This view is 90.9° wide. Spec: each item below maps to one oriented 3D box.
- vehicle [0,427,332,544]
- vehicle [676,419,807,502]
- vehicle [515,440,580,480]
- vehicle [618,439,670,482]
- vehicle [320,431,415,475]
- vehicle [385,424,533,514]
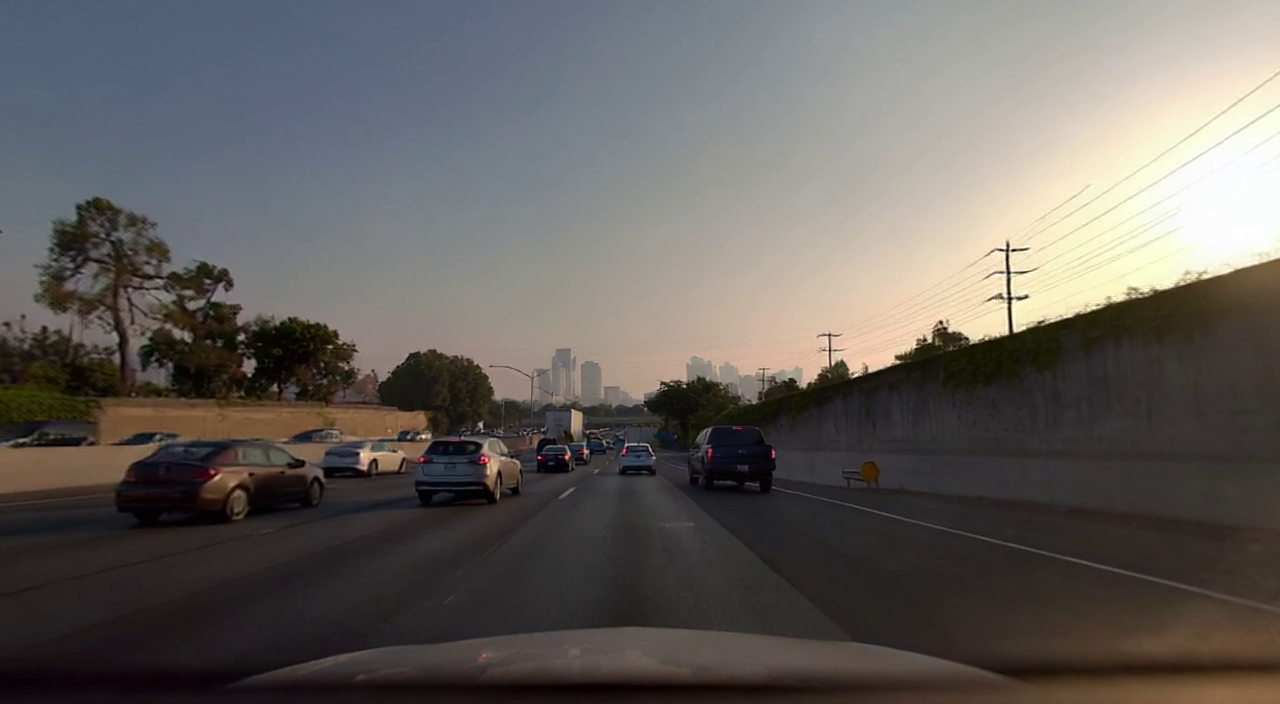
[{"bbox_3d":[-7.442,2.112,10.755,1.985,1.529,4.710,0,-8,0],"label":"vehicle"},{"bbox_3d":[2.816,3.253,19.398,2.793,2.132,5.682,0,-8,-3],"label":"vehicle"},{"bbox_3d":[-3.866,4.584,27.148,2.049,1.530,4.707,0,-8,1],"label":"vehicle"},{"bbox_3d":[0.162,4.620,27.193,2.092,1.671,3.889,0,-8,0],"label":"vehicle"},{"bbox_3d":[-11.207,4.194,26.330,1.897,1.655,4.543,0,-8,1],"label":"vehicle"},{"bbox_3d":[-3.872,2.589,14.461,2.026,1.719,4.490,0,-8,0],"label":"vehicle"}]
